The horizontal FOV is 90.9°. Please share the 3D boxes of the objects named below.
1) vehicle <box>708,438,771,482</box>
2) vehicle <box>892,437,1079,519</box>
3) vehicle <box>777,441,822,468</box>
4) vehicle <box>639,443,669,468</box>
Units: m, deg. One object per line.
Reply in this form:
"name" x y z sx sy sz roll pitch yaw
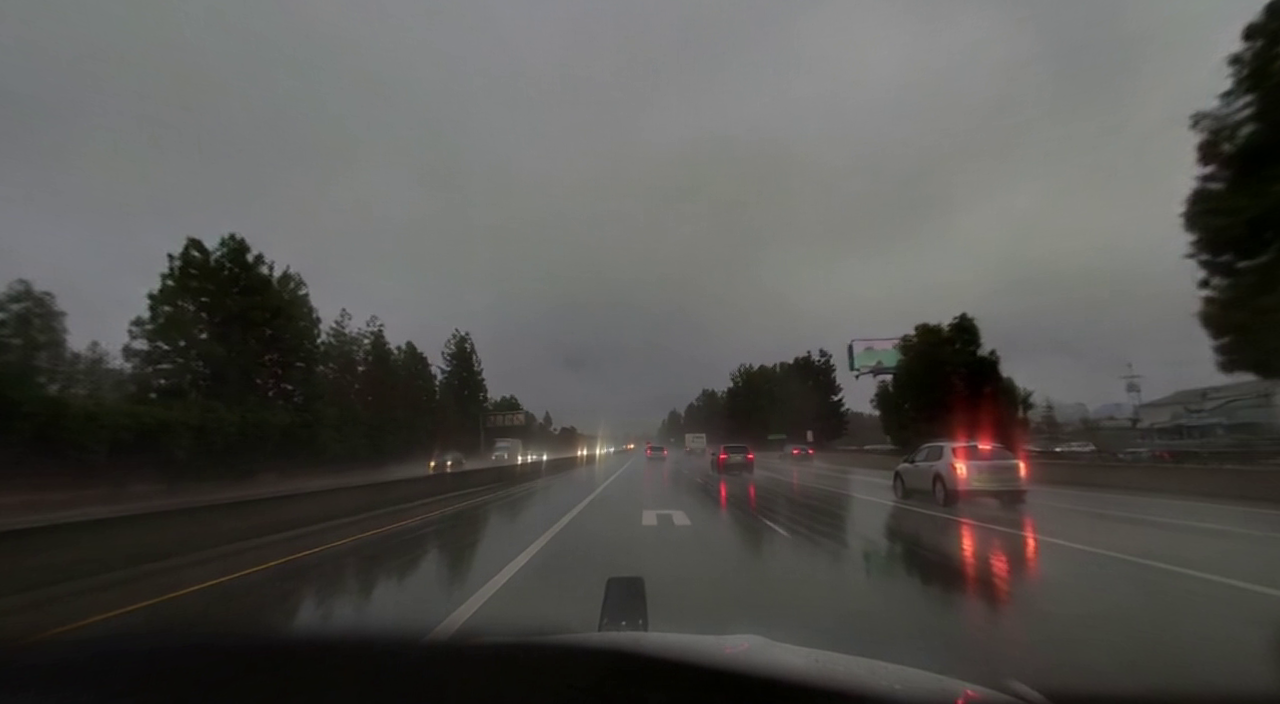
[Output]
"vehicle" 4.546 4.985 29.542 2.075 1.845 4.667 0 -8 -1
"vehicle" 7.582 2.761 14.437 1.807 1.558 4.352 0 -8 0
"vehicle" 11.510 7.418 45.768 2.028 1.801 4.503 0 -8 -1
"vehicle" 1.012 7.817 47.872 2.145 1.832 4.004 0 -8 0
